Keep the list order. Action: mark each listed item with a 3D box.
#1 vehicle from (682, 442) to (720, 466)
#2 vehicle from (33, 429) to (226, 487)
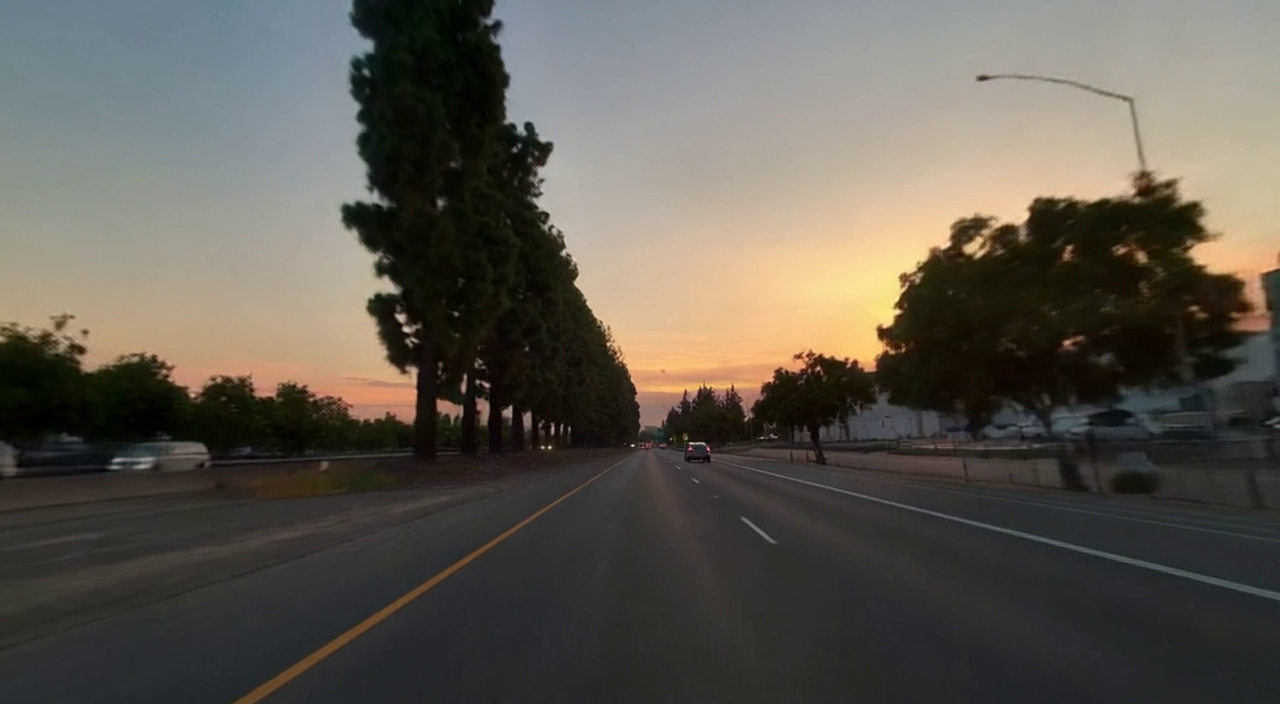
[{"bbox_3d":[3.952,6.719,41.772,2.062,1.518,4.026,0,-8,-1],"label":"vehicle"},{"bbox_3d":[-32.132,6.710,40.719,3.221,3.202,10.943,0,-8,0],"label":"vehicle"}]
